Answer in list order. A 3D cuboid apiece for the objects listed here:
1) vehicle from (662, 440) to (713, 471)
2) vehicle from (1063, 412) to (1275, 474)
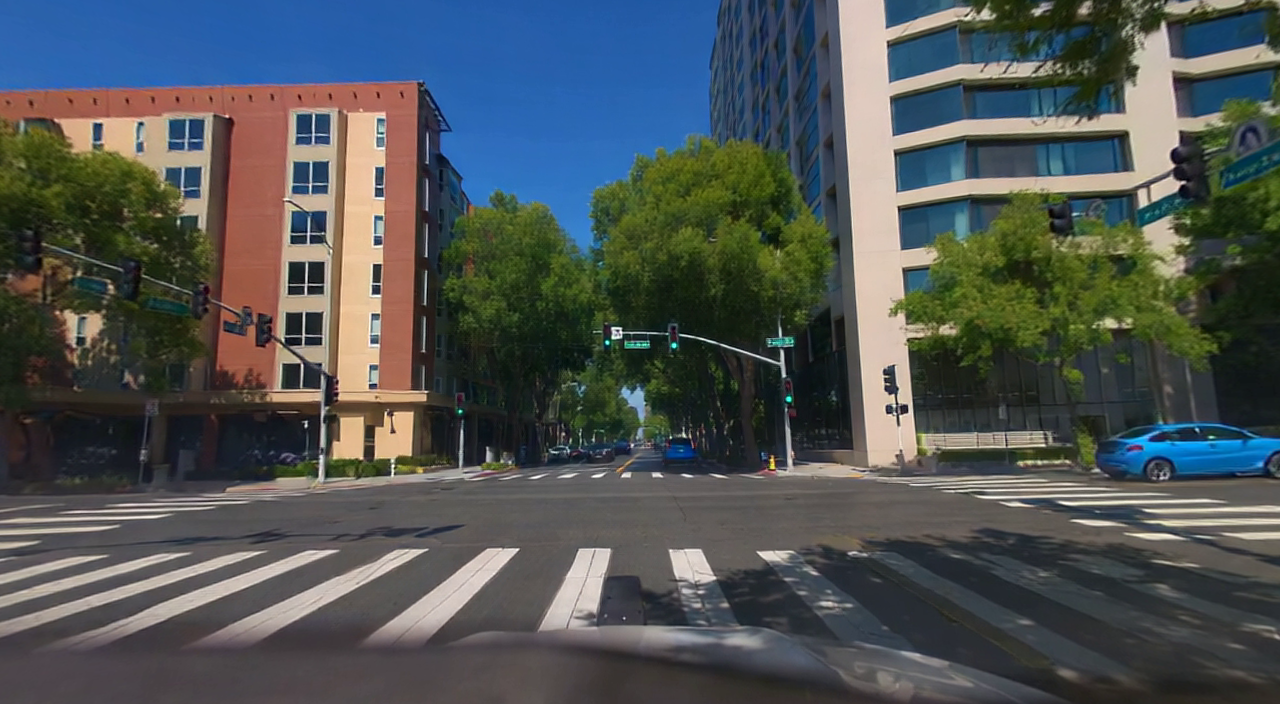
[{"bbox_3d":[2.388,5.332,32.735,2.039,1.470,4.355,0,-8,-4],"label":"vehicle"},{"bbox_3d":[16.912,2.942,20.396,4.802,1.860,2.146,0,-8,1],"label":"vehicle"}]
